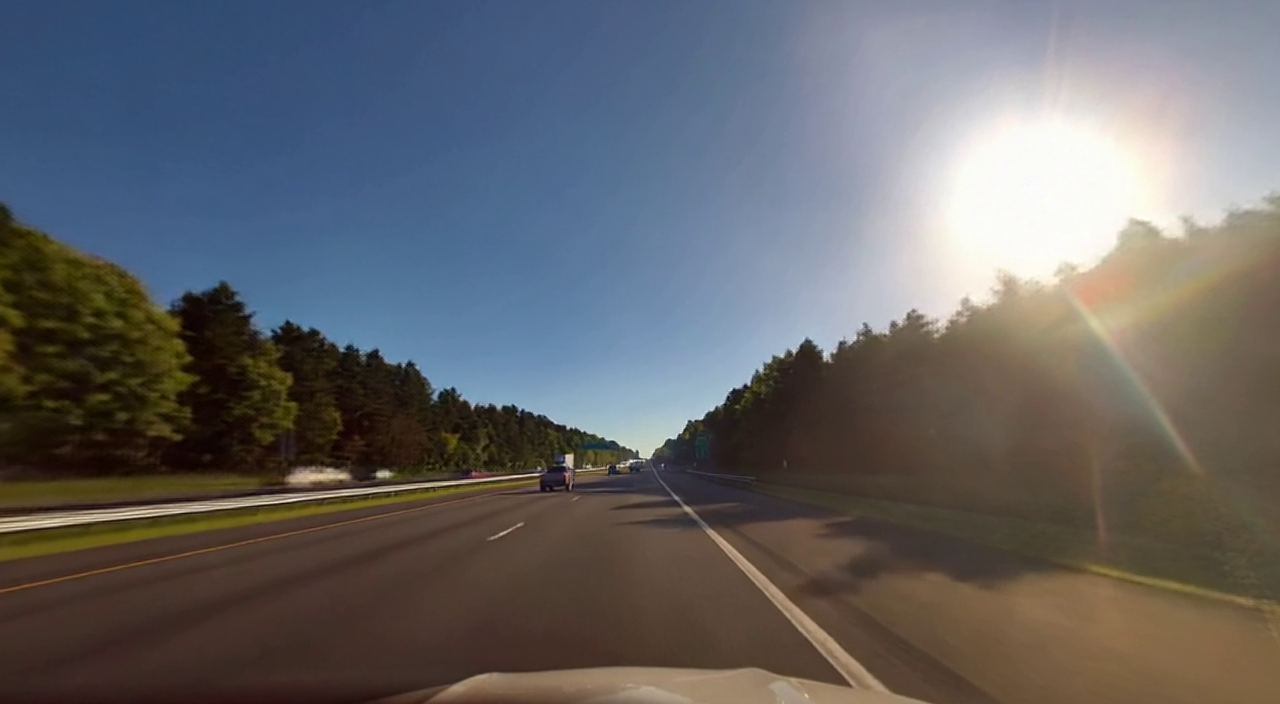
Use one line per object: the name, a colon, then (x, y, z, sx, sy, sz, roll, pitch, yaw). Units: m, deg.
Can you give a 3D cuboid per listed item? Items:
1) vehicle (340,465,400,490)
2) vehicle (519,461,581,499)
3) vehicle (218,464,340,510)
vehicle: (-17.167, 7.995, 40.291, 1.867, 1.503, 4.432, 1, -10, 0)
vehicle: (-3.837, 5.570, 27.579, 2.043, 1.486, 4.442, 1, -10, 0)
vehicle: (-12.722, 4.756, 22.542, 1.869, 1.453, 4.165, 1, -10, 0)
